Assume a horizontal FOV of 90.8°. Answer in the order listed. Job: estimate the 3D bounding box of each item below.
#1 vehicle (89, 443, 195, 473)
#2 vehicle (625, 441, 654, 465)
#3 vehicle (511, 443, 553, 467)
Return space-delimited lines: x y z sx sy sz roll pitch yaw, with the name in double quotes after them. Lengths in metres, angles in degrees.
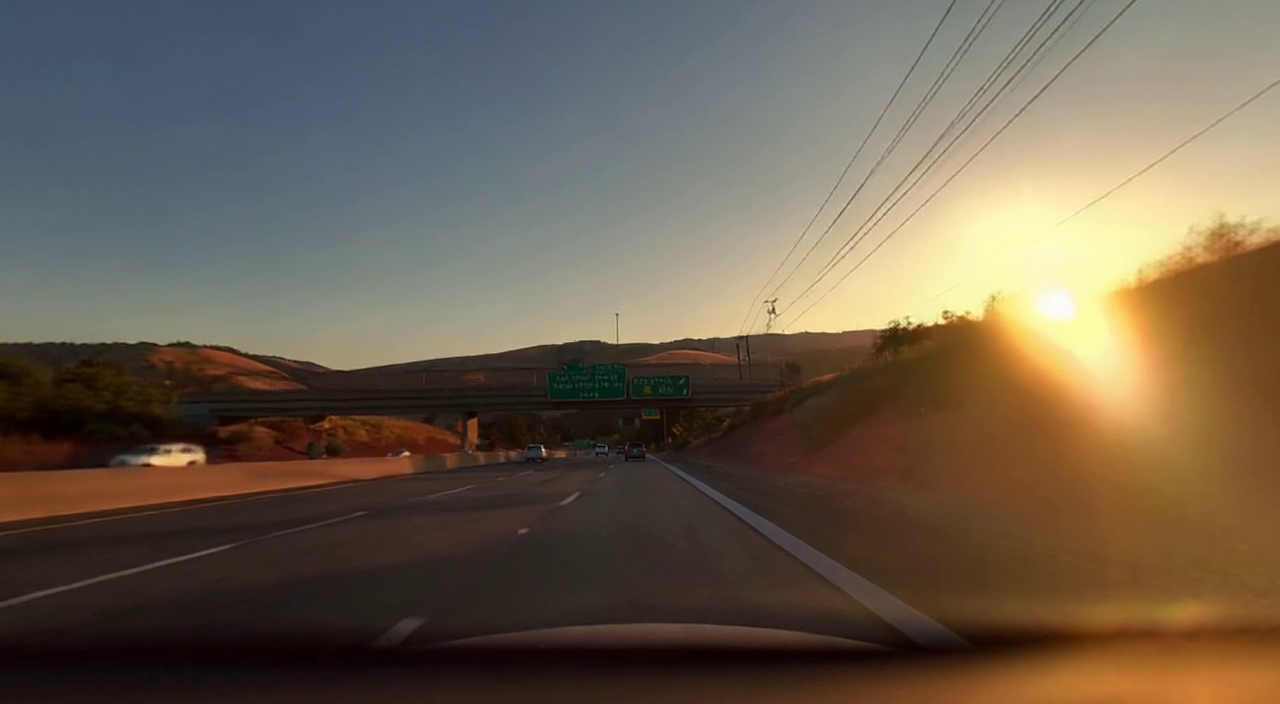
-35.683 7.578 45.573 2.391 1.995 6.473 0 -8 0 "vehicle"
-0.042 7.434 46.685 2.063 1.715 4.299 0 -8 0 "vehicle"
-7.343 7.025 43.363 2.077 1.511 4.323 0 -8 1 "vehicle"
